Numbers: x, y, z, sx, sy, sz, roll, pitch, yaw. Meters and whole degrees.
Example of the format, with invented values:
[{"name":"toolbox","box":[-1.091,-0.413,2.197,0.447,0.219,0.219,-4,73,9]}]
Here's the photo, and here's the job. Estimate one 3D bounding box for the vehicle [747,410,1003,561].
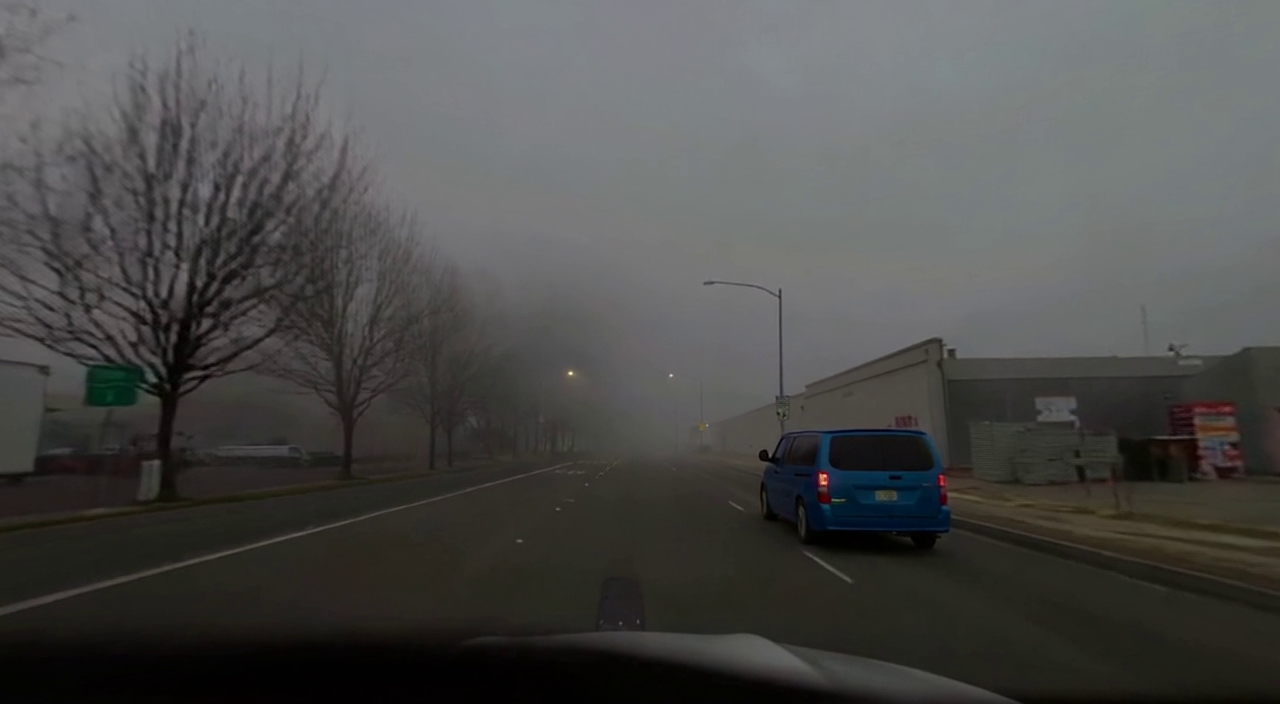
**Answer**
[{"name":"vehicle","box":[3.296,1.987,10.178,2.202,1.822,4.826,0,-8,-1]}]
